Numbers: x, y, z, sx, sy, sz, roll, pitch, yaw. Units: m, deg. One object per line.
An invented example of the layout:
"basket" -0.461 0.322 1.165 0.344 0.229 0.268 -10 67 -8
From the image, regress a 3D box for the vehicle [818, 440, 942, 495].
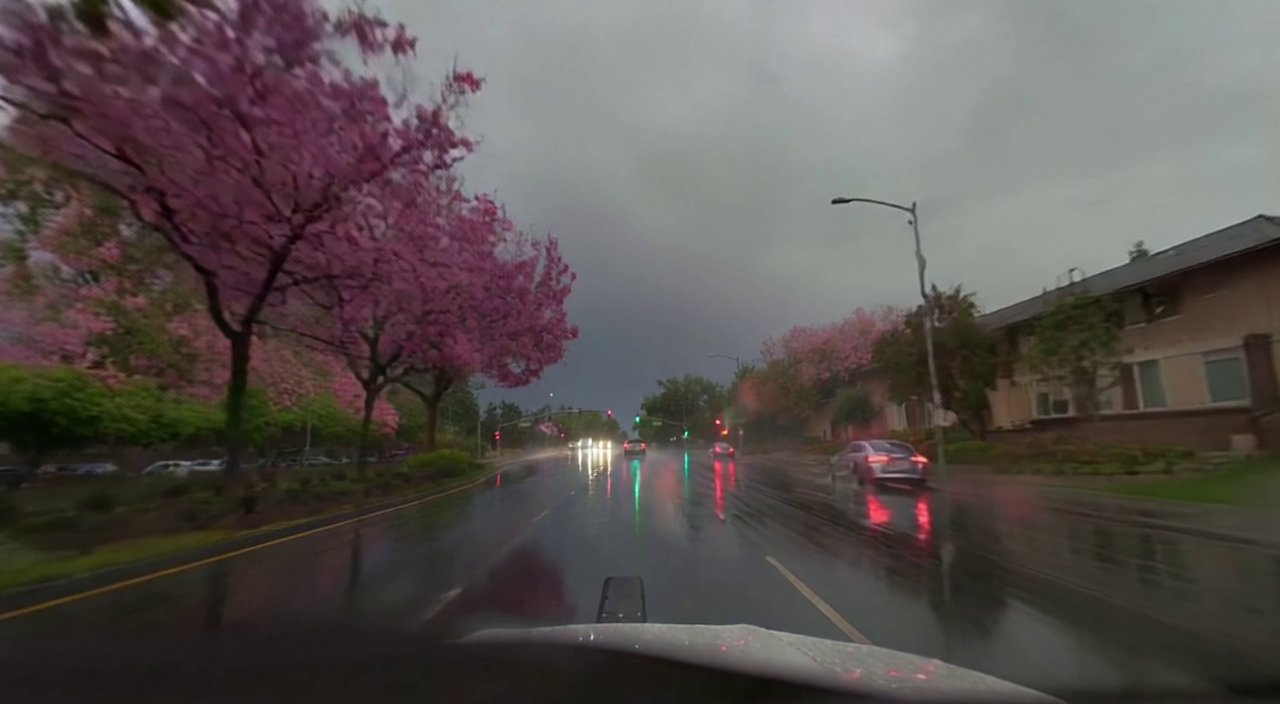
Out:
"vehicle" 7.004 3.401 19.017 2.032 1.449 4.413 0 -9 1
